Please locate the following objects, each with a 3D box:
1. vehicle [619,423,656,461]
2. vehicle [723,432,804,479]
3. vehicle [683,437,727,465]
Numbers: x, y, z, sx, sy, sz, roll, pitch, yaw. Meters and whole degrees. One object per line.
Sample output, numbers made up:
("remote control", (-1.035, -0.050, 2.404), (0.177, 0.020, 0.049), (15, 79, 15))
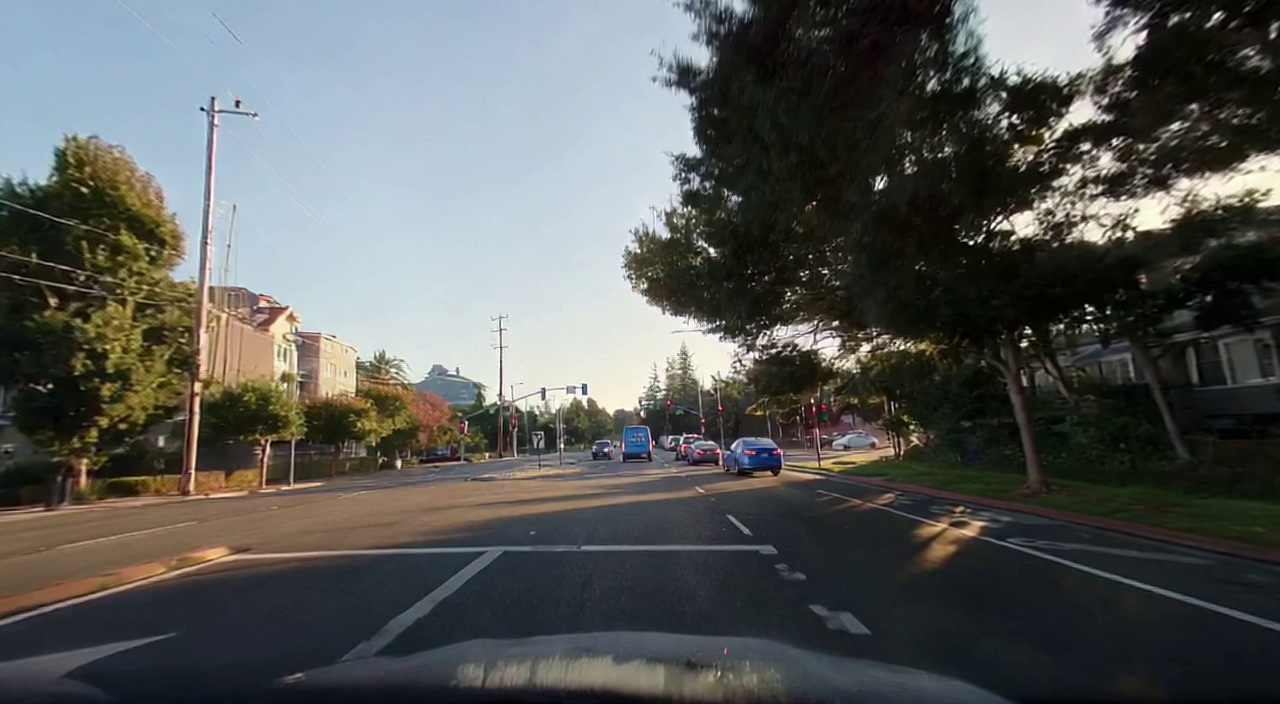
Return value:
("vehicle", (-0.166, 6.362, 44.382), (2.422, 2.488, 4.992), (0, -8, 0))
("vehicle", (4.311, 3.719, 22.848), (1.967, 1.506, 4.968), (0, -8, 0))
("vehicle", (3.636, 5.630, 36.060), (1.951, 1.483, 4.582), (0, -8, -1))
